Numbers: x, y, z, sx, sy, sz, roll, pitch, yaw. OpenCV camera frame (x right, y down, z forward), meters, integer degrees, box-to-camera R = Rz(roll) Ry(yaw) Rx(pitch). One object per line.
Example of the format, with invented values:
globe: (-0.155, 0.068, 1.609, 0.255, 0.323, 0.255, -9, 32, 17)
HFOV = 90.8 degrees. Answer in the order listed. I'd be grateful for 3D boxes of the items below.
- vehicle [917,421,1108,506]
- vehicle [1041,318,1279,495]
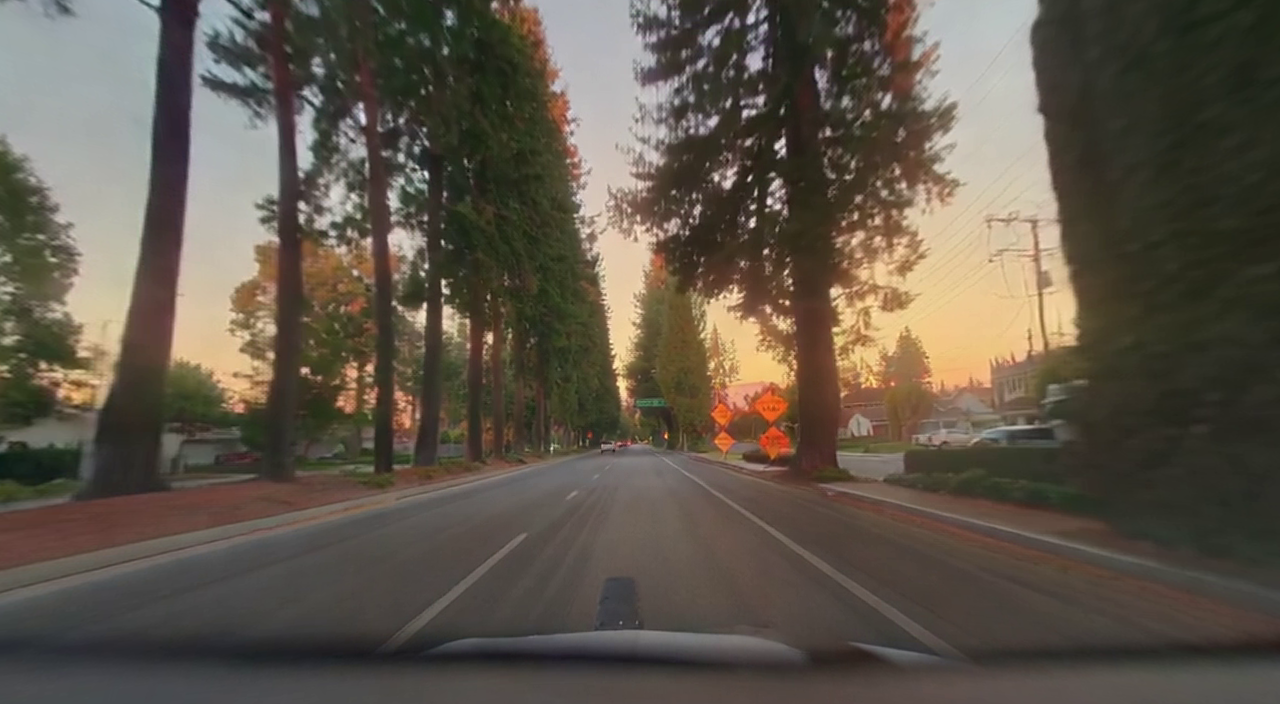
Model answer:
vehicle: (8.417, 2.514, 14.805, 1.891, 1.548, 4.121, -5, -8, 0)
vehicle: (14.741, 1.569, 16.172, 2.889, 3.610, 9.347, -1, -8, 1)
